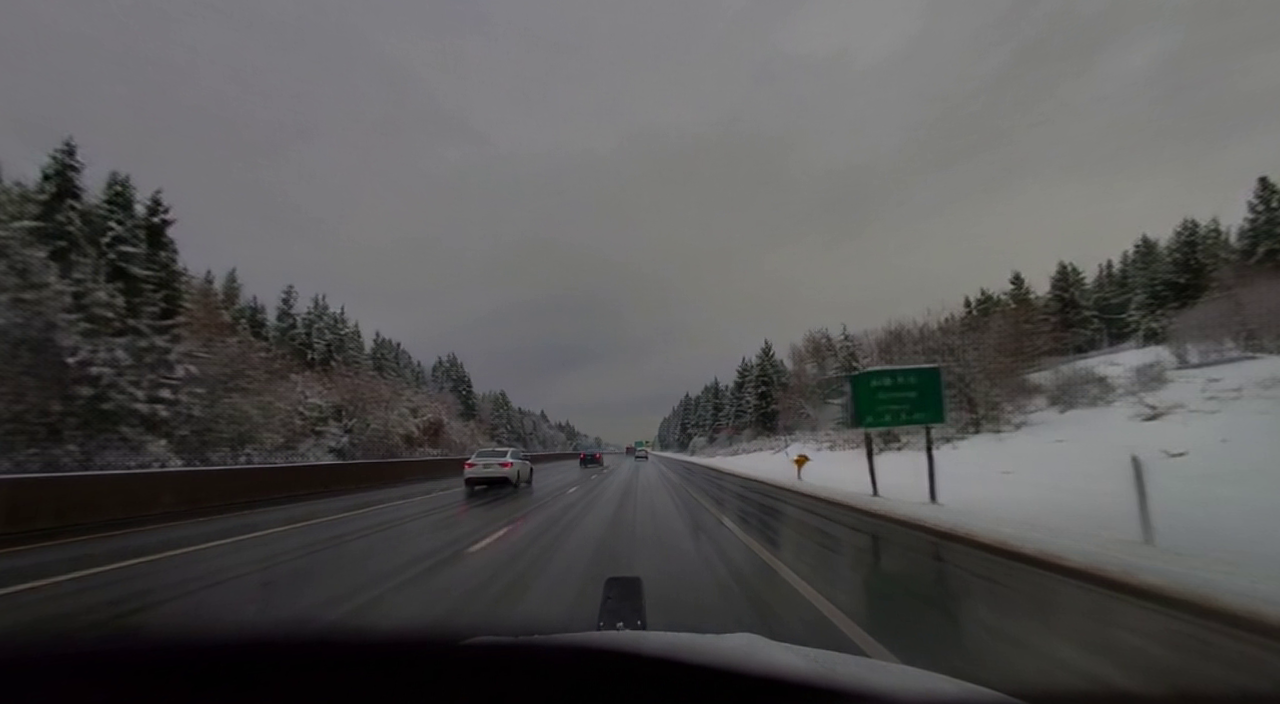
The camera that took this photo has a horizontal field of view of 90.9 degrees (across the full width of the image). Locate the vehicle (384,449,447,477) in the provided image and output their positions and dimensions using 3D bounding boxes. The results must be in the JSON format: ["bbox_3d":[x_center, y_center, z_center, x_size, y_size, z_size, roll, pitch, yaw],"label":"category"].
[{"bbox_3d":[-13.600,6.747,38.482,1.928,1.584,5.200,0,-9,0],"label":"vehicle"}]

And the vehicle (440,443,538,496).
[{"bbox_3d":[-4.740,3.755,20.534,1.975,1.501,4.603,0,-9,1],"label":"vehicle"}]

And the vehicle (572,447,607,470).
[{"bbox_3d":[-3.381,7.177,42.573,2.005,1.474,3.921,0,-9,1],"label":"vehicle"}]
